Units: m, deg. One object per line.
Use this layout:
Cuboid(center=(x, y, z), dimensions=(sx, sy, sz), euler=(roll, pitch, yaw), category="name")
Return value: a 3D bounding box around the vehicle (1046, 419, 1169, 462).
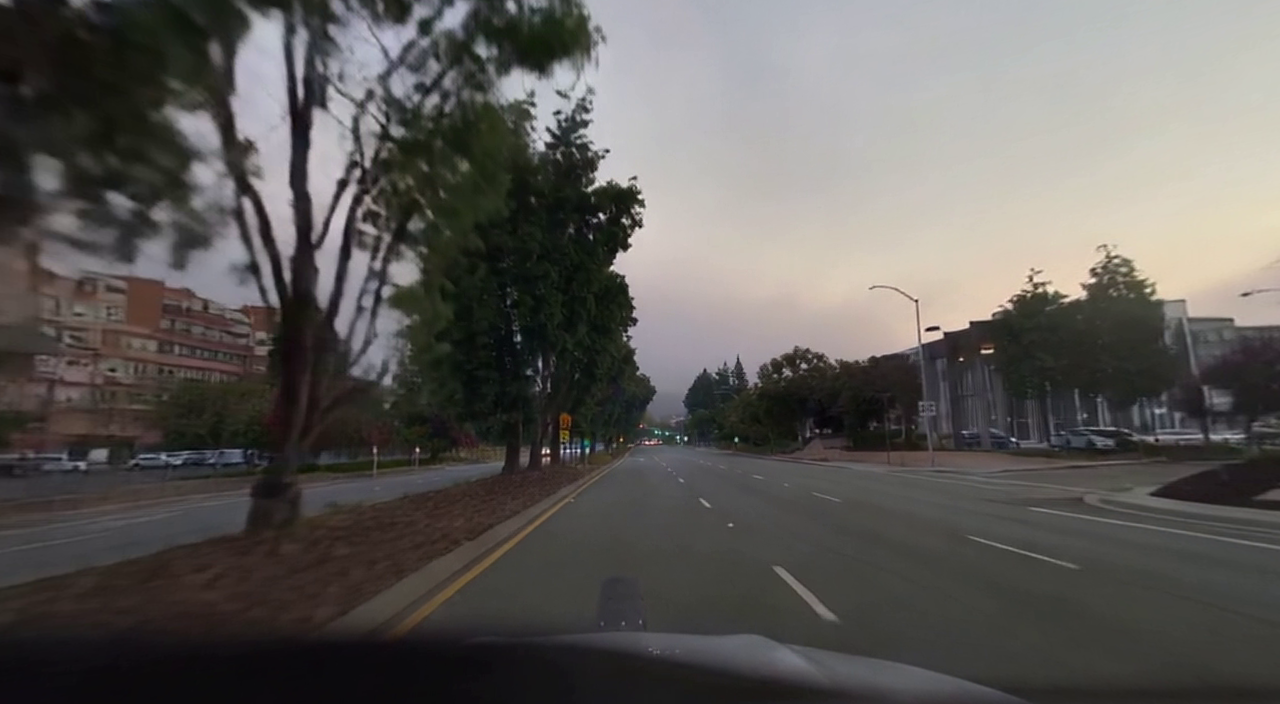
Cuboid(center=(27.571, 5.269, 37.562), dimensions=(2.186, 2.298, 5.989), euler=(1, -8, -7), category="vehicle")
